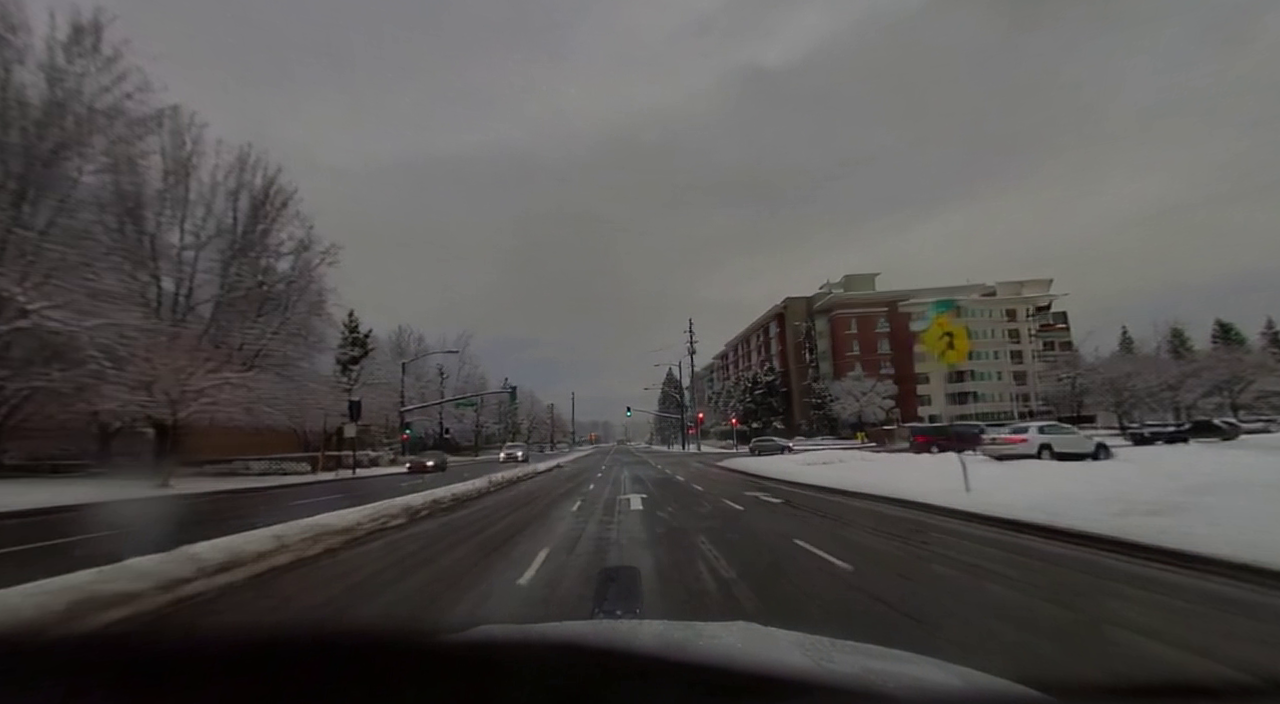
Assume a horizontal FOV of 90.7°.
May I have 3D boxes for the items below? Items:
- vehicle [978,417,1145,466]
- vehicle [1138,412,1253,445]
[{"bbox_3d":[13.074,2.816,19.778,3.991,1.437,1.679,0,-9,-2],"label":"vehicle"},{"bbox_3d":[27.393,3.846,31.408,1.805,1.466,4.236,1,-9,0],"label":"vehicle"}]
